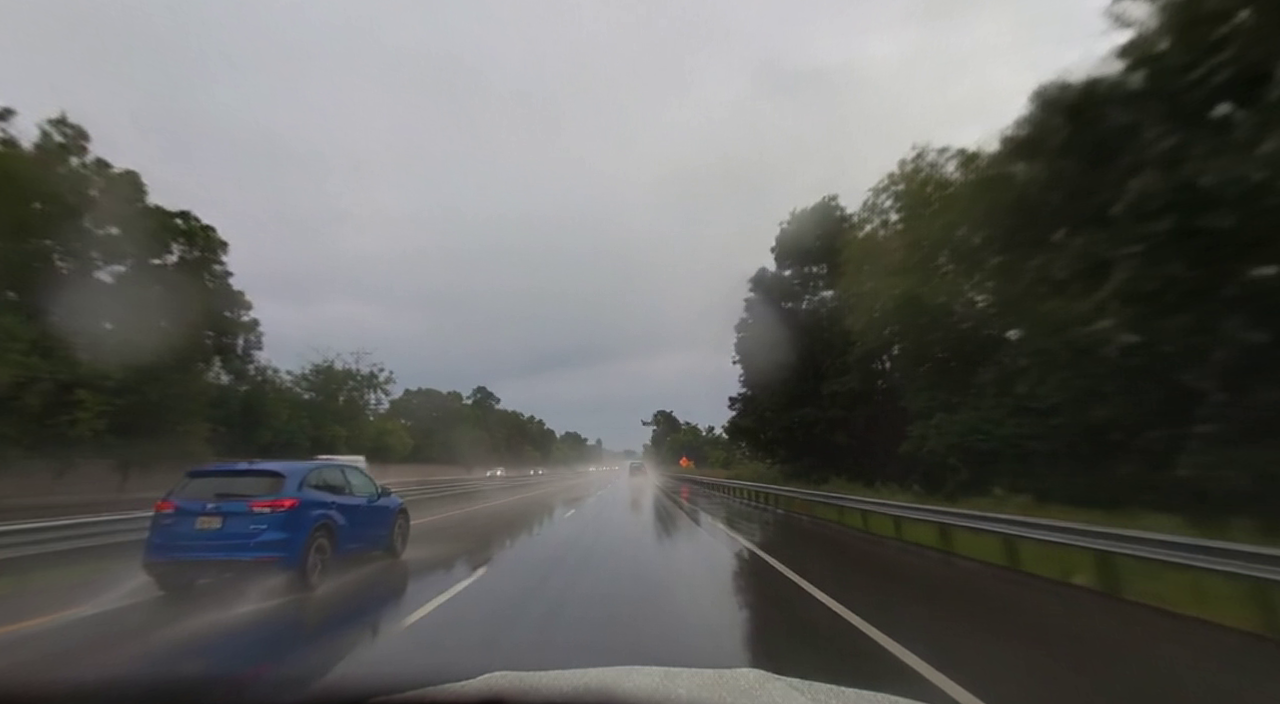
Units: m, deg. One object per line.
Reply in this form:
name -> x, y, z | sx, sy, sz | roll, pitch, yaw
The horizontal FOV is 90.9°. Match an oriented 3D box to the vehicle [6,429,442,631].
vehicle -> -3.892, 1.765, 7.000 | 2.017, 1.516, 4.041 | 1, -11, 0
